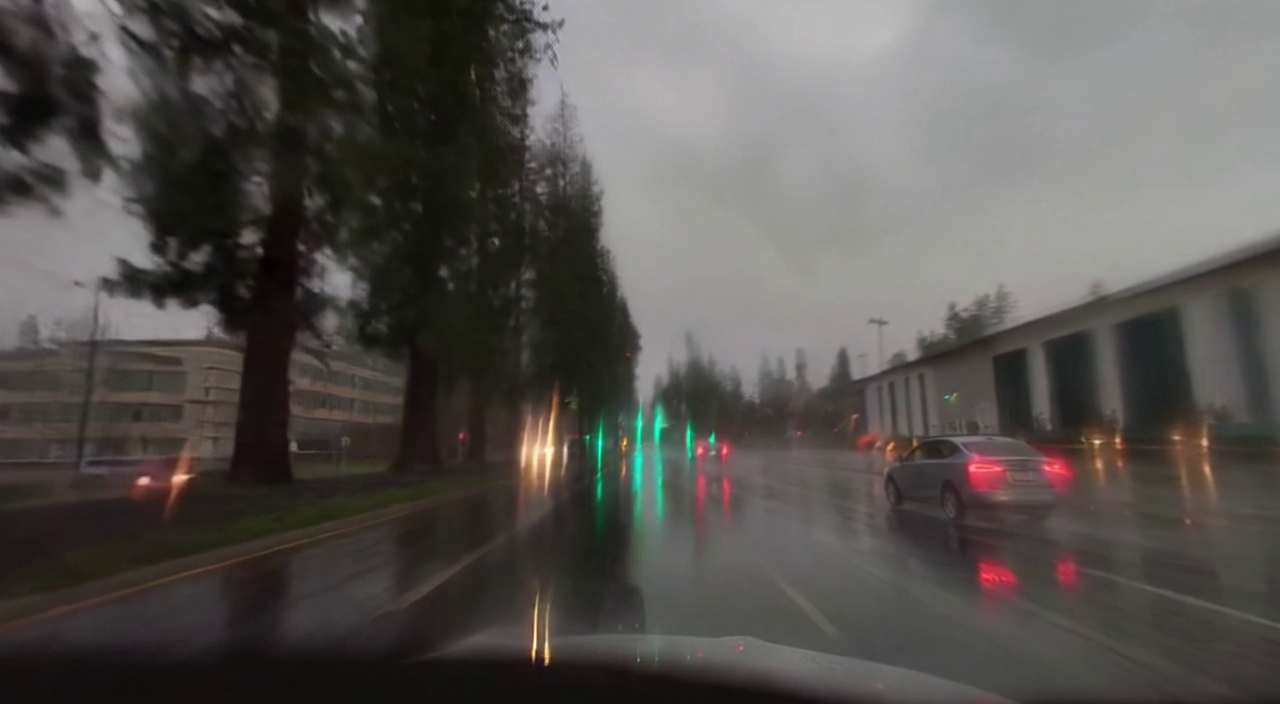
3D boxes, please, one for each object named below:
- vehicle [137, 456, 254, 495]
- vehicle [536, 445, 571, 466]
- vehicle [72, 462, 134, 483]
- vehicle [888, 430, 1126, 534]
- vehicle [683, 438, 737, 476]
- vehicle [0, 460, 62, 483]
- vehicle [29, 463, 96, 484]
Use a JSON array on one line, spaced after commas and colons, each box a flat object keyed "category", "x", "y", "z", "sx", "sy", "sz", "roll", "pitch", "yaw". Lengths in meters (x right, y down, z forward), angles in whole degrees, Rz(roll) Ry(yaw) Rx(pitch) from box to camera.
[{"category": "vehicle", "x": -20.578, "y": 5.708, "z": 29.543, "sx": 1.950, "sy": 1.604, "sz": 4.756, "roll": 0, "pitch": -9, "yaw": 1}, {"category": "vehicle", "x": -6.550, "y": 7.836, "z": 47.988, "sx": 1.970, "sy": 1.483, "sz": 4.269, "roll": 0, "pitch": -9, "yaw": 1}, {"category": "vehicle", "x": -41.096, "y": 9.214, "z": 48.419, "sx": 1.640, "sy": 1.377, "sz": 3.557, "roll": 0, "pitch": -9, "yaw": -1}, {"category": "vehicle", "x": 6.653, "y": 2.383, "z": 12.179, "sx": 2.000, "sy": 1.618, "sz": 4.238, "roll": 0, "pitch": -9, "yaw": 0}, {"category": "vehicle", "x": 3.458, "y": 5.297, "z": 32.198, "sx": 2.095, "sy": 1.759, "sz": 4.862, "roll": 0, "pitch": -9, "yaw": -1}, {"category": "vehicle", "x": -46.866, "y": 9.121, "z": 48.299, "sx": 1.703, "sy": 1.544, "sz": 3.745, "roll": 0, "pitch": -9, "yaw": -1}, {"category": "vehicle", "x": -43.999, "y": 9.243, "z": 48.215, "sx": 1.702, "sy": 1.416, "sz": 3.637, "roll": 0, "pitch": -9, "yaw": -2}]
